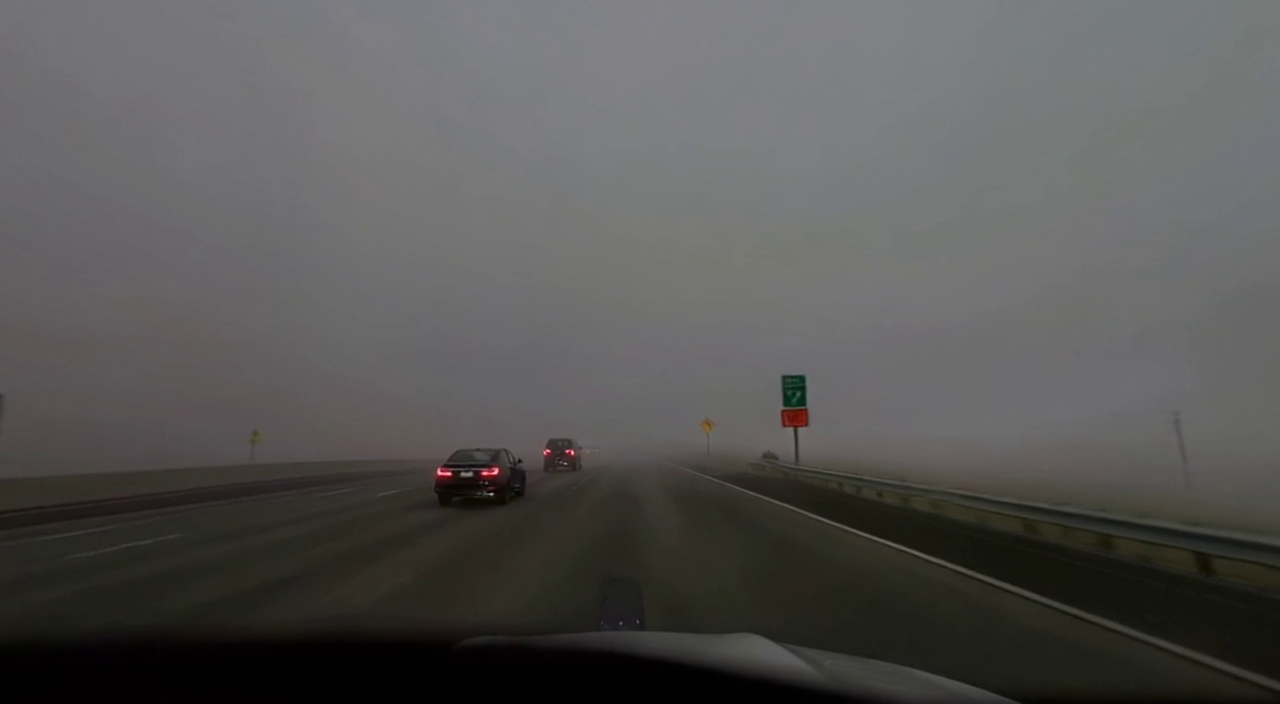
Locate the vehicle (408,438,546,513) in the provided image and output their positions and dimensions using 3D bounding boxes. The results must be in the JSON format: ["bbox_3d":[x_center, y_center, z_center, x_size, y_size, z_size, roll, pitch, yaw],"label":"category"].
[{"bbox_3d":[-3.698,2.890,15.267,2.044,1.527,4.607,0,-9,1],"label":"vehicle"}]

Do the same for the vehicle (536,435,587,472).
[{"bbox_3d":[-4.206,5.552,34.609,2.177,1.852,4.427,0,-9,1],"label":"vehicle"}]
